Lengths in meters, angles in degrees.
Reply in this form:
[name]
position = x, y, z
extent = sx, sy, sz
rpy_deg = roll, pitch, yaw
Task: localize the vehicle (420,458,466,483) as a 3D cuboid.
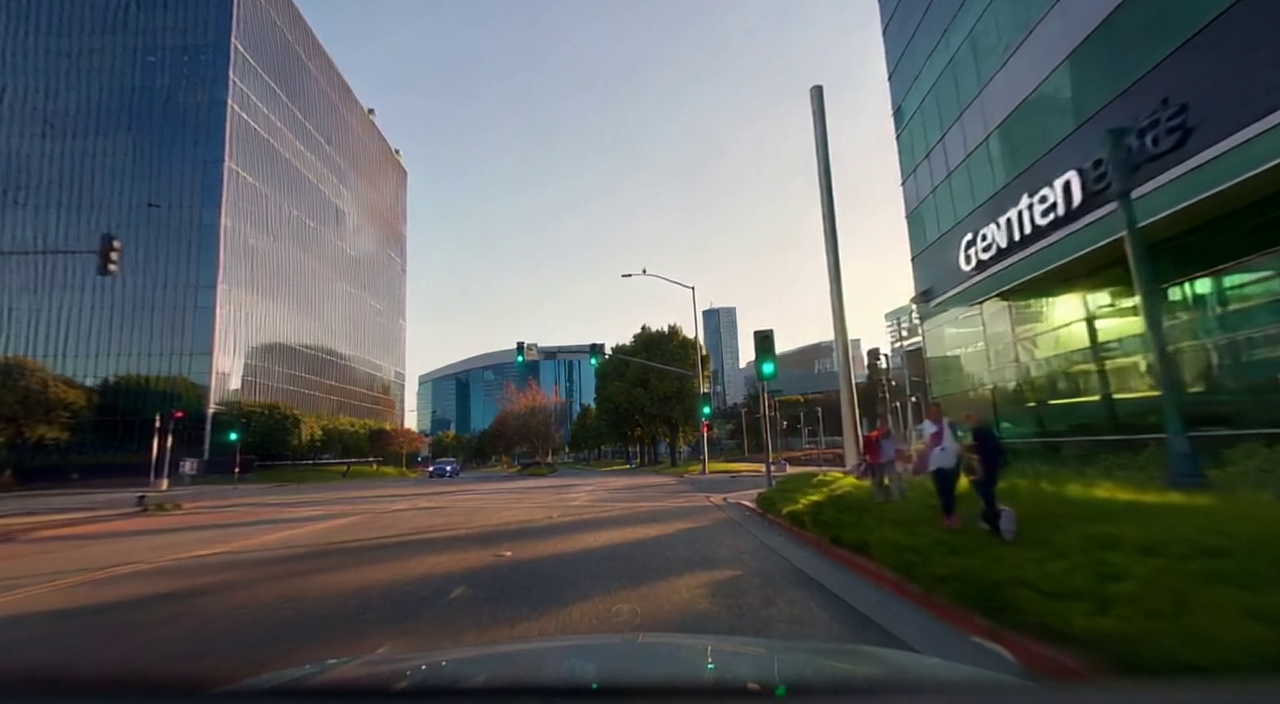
[vehicle]
position = -12.905, 7.792, 41.512
extent = 1.906, 1.502, 4.396
rpy_deg = 1, -9, -5
